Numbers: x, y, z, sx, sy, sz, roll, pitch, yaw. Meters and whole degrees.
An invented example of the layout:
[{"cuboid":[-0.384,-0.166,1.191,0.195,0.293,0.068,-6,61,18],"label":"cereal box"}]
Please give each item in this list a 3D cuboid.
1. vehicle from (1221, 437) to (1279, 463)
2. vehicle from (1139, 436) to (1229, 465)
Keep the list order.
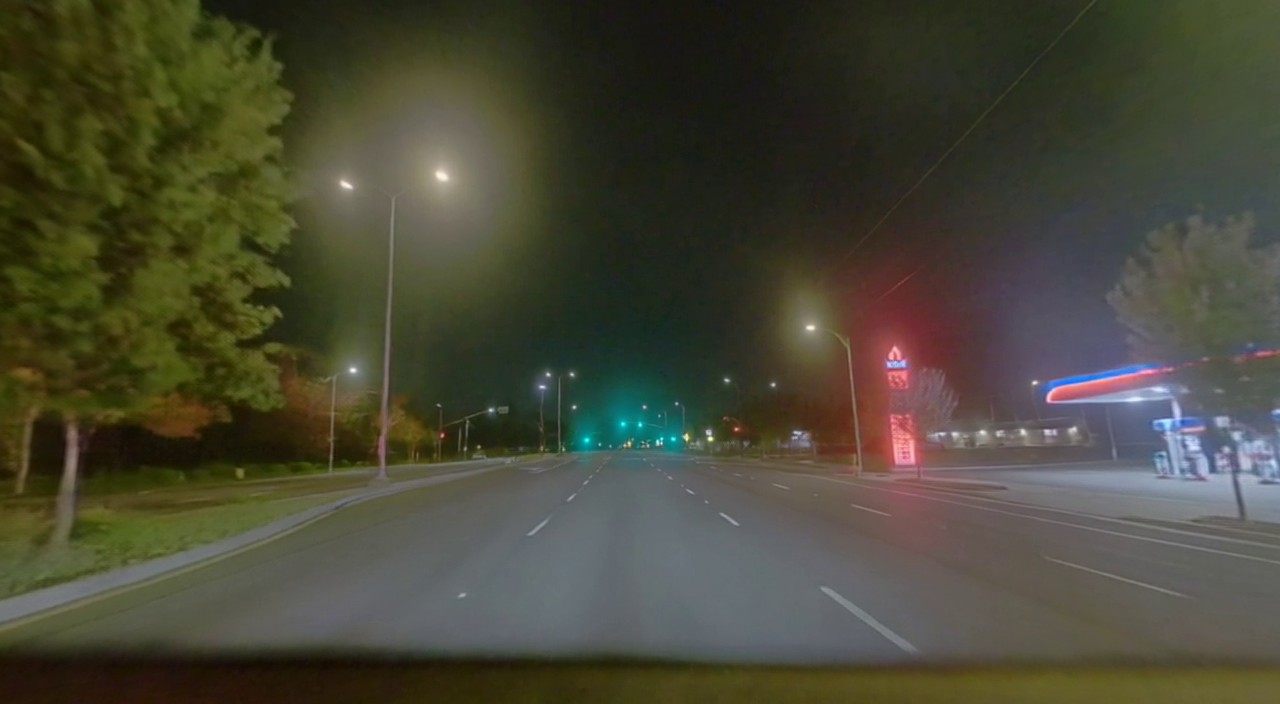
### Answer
[{"cuboid":[36.741,5.731,36.970,1.665,1.442,3.759,0,-8,-4],"label":"vehicle"},{"cuboid":[31.076,5.641,36.225,1.591,1.491,4.005,-2,-9,1],"label":"vehicle"}]
